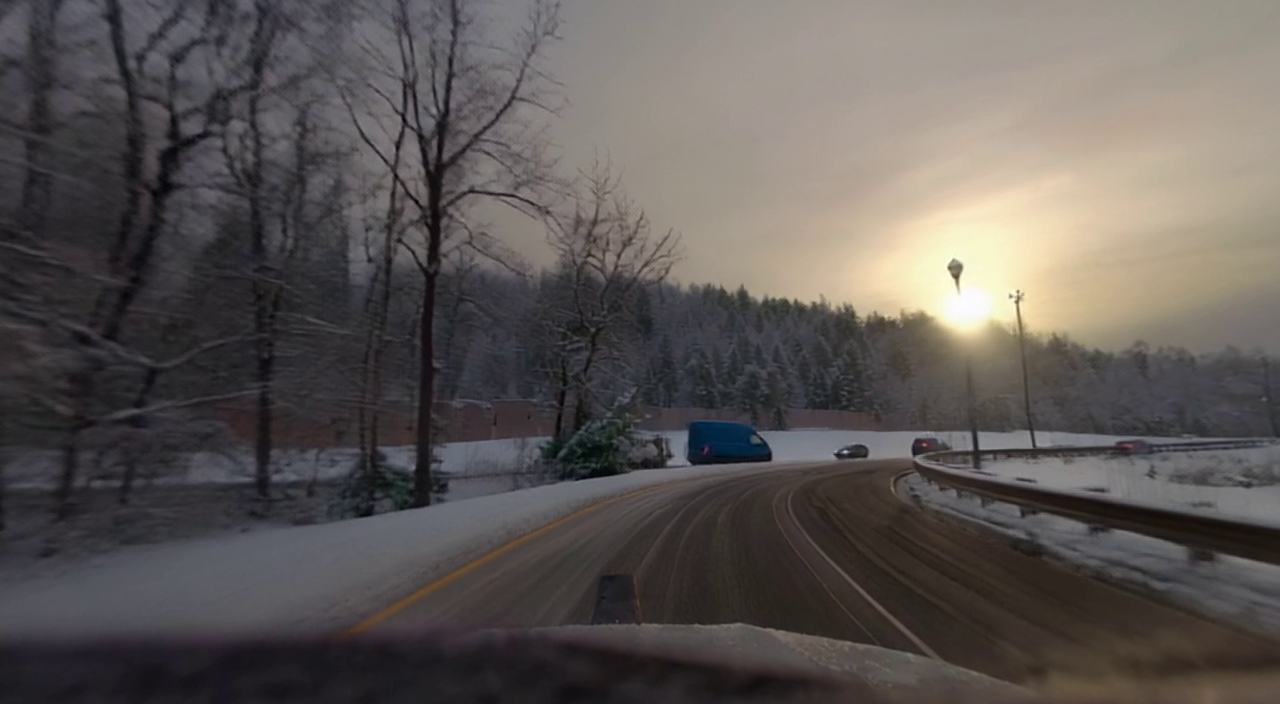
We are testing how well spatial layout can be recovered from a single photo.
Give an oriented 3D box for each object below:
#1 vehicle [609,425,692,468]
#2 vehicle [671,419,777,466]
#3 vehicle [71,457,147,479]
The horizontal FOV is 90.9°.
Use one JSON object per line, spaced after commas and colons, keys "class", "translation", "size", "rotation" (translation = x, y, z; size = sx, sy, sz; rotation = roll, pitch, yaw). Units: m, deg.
{"class": "vehicle", "translation": [0.679, 5.915, 39.623], "size": [4.784, 2.535, 2.203], "rotation": [5, -9, -31]}
{"class": "vehicle", "translation": [5.754, 6.080, 42.730], "size": [7.155, 2.942, 2.420], "rotation": [5, -9, -31]}
{"class": "vehicle", "translation": [-36.903, 8.052, 43.908], "size": [3.700, 1.388, 1.788], "rotation": [4, -9, -29]}
